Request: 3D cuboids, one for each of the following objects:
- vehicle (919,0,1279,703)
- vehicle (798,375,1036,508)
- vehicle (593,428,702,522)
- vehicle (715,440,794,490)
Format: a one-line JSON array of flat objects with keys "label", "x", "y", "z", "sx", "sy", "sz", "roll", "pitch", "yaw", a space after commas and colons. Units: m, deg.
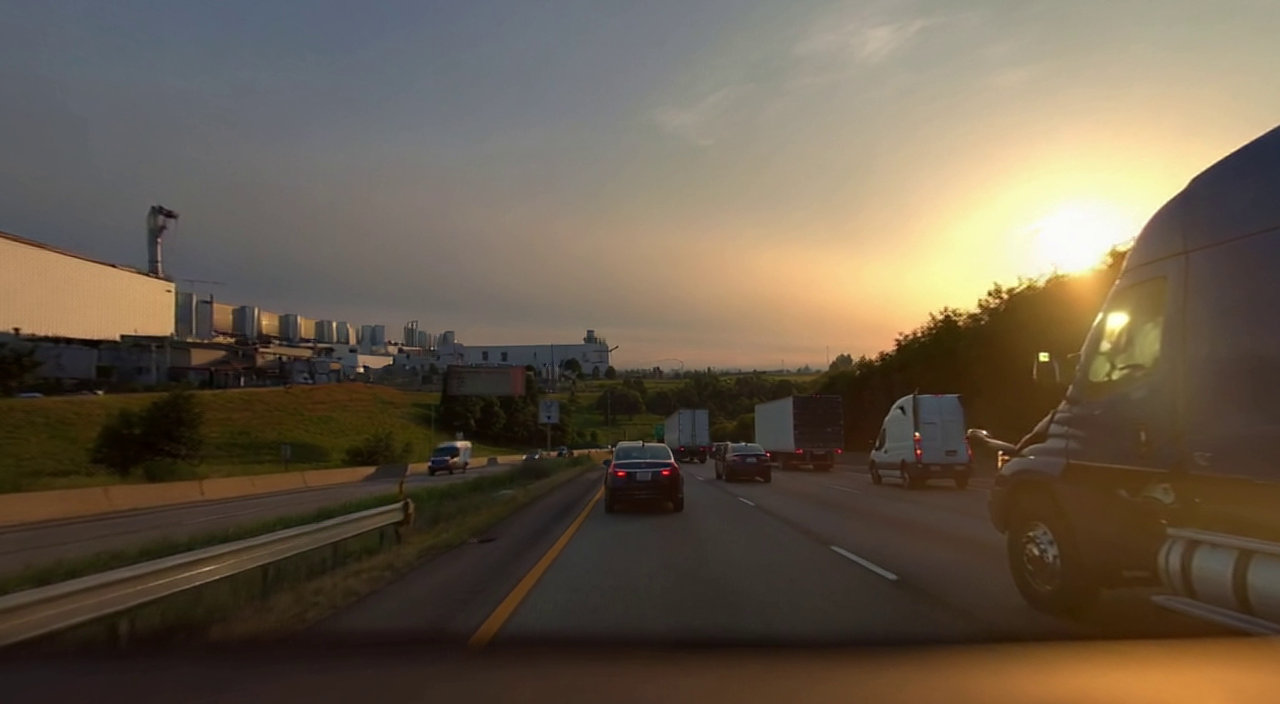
[{"label": "vehicle", "x": 4.186, "y": -0.030, "z": 2.801, "sx": 2.987, "sy": 3.877, "sz": 5.881, "roll": 0, "pitch": -9, "yaw": 0}, {"label": "vehicle", "x": 8.007, "y": 2.953, "z": 20.438, "sx": 2.799, "sy": 3.188, "sz": 10.578, "roll": 0, "pitch": -9, "yaw": -1}, {"label": "vehicle", "x": 0.140, "y": 2.486, "z": 13.082, "sx": 1.965, "sy": 1.664, "sz": 3.428, "roll": 0, "pitch": -9, "yaw": 0}, {"label": "vehicle", "x": 3.806, "y": 3.818, "z": 21.471, "sx": 1.859, "sy": 1.512, "sz": 3.711, "roll": 0, "pitch": -9, "yaw": -2}]
